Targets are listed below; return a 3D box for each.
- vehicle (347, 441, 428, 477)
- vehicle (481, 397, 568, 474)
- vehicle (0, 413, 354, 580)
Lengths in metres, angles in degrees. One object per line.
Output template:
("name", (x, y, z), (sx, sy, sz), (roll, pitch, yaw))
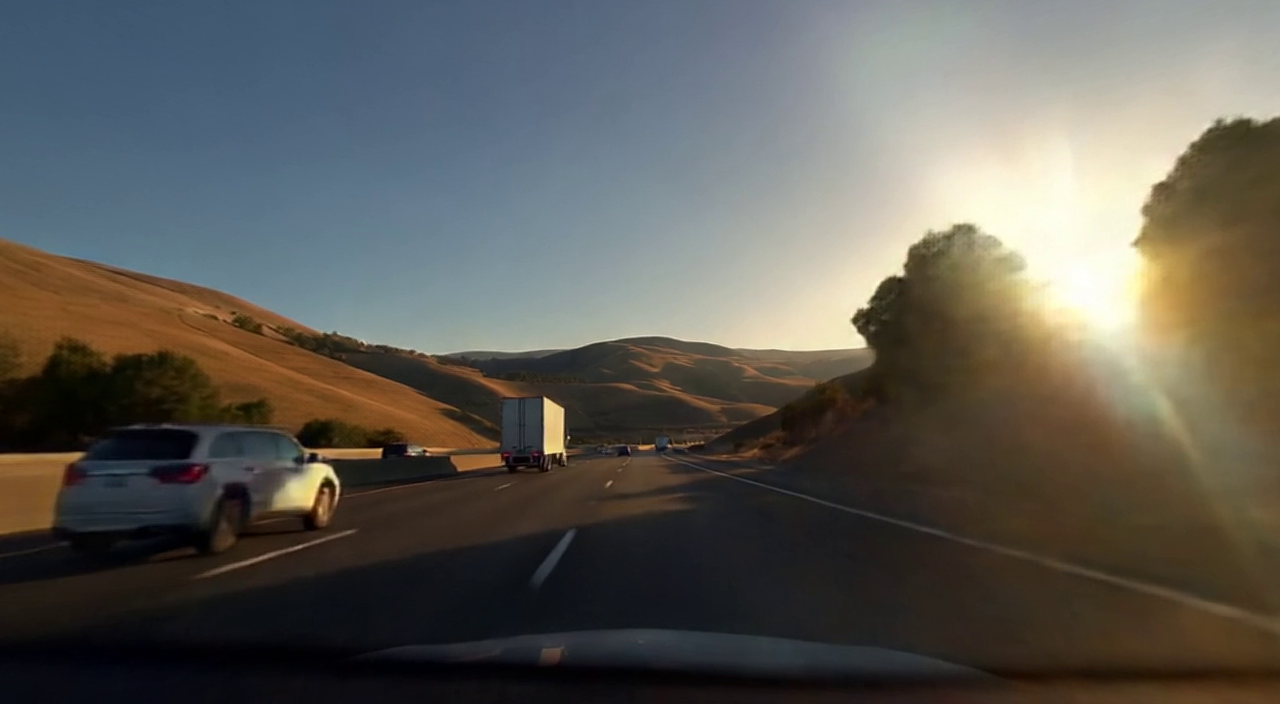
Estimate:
("vehicle", (-13.843, 5.863, 34.862), (2.130, 1.828, 5.523), (0, -8, 1))
("vehicle", (-6.440, 5.003, 37.082), (2.981, 3.860, 11.022), (0, -8, 0))
("vehicle", (-6.101, 1.847, 8.854), (2.099, 1.734, 4.413), (0, -8, -1))
